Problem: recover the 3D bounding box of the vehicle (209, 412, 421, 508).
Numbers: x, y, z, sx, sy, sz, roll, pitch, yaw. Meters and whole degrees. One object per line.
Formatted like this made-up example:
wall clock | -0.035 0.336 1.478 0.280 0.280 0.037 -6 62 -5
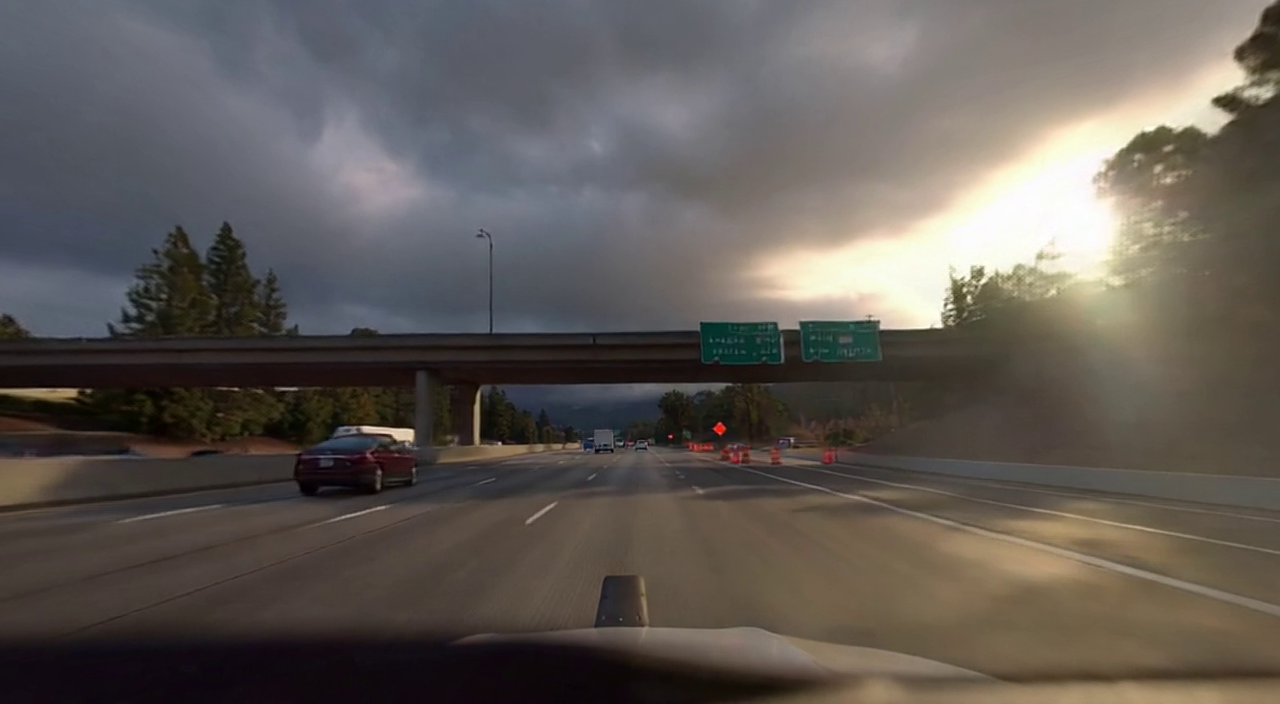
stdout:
vehicle | -6.984 2.392 14.360 2.103 1.775 4.966 0 -8 1
